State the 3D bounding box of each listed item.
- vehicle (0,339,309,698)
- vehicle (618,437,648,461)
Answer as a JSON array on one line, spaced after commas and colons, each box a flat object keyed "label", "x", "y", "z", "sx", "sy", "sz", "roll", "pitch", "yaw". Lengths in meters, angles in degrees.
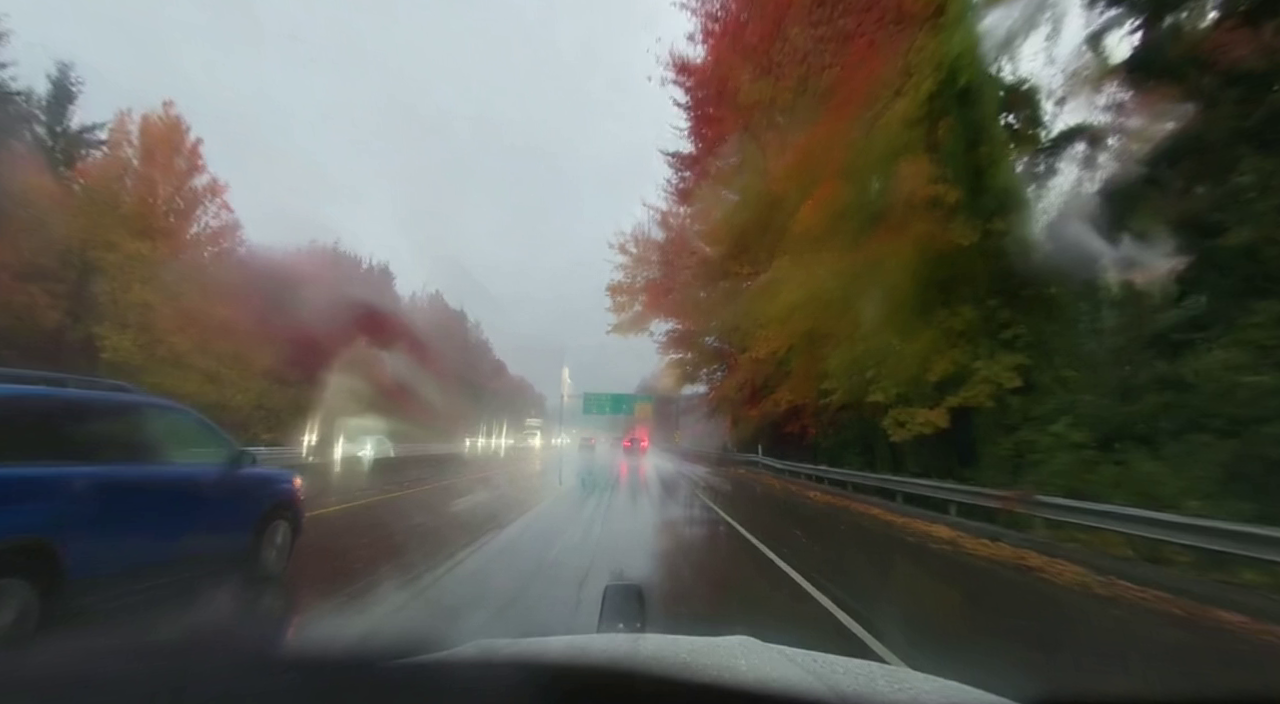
[{"label": "vehicle", "x": -4.055, "y": 0.892, "z": 3.647, "sx": 1.924, "sy": 1.720, "sz": 4.195, "roll": 0, "pitch": -8, "yaw": 1}, {"label": "vehicle", "x": -0.488, "y": 6.429, "z": 41.746, "sx": 1.939, "sy": 1.497, "sz": 3.863, "roll": 0, "pitch": -8, "yaw": -1}]
